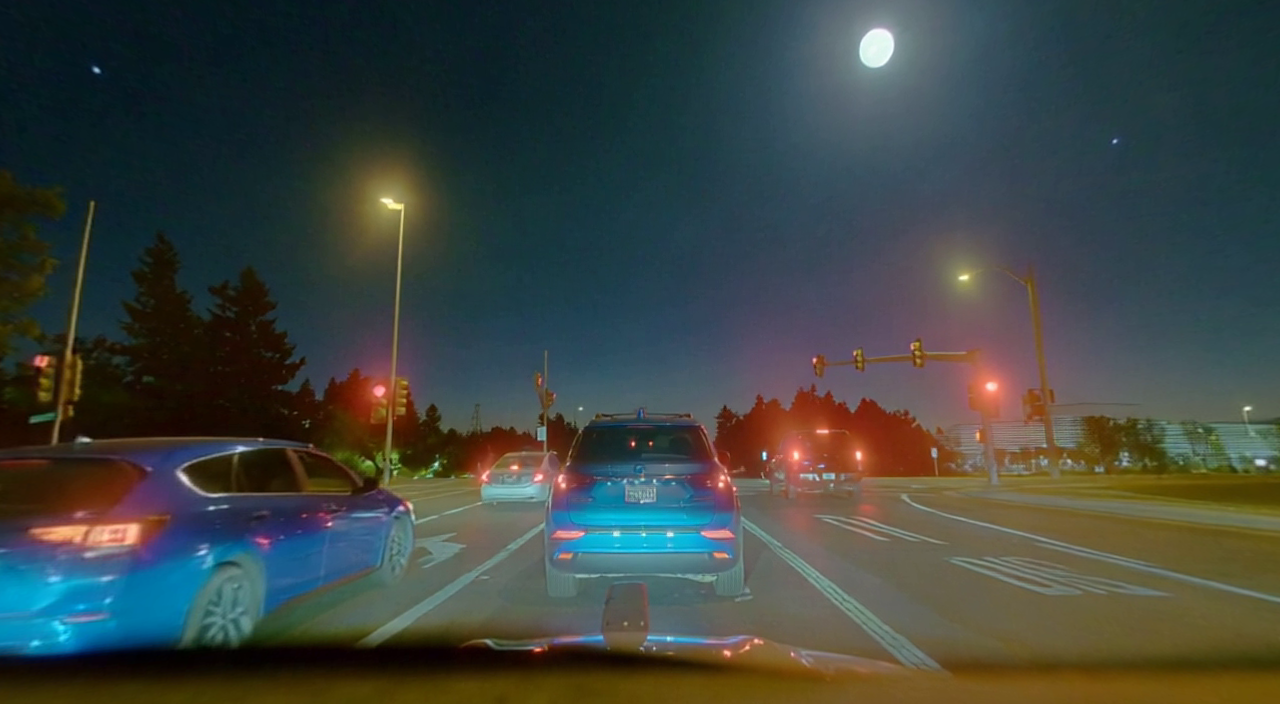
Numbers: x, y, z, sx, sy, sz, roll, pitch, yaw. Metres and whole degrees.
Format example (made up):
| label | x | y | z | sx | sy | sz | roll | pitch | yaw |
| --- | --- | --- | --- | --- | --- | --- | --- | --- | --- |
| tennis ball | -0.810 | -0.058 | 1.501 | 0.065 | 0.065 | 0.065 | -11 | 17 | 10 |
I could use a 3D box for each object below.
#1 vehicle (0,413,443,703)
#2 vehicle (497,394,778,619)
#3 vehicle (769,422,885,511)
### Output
| label | x | y | z | sx | sy | sz | roll | pitch | yaw |
| --- | --- | --- | --- | --- | --- | --- | --- | --- | --- |
| vehicle | -3.322 | 1.333 | 5.088 | 1.913 | 1.453 | 4.413 | 0 | -8 | 2 |
| vehicle | -0.041 | 1.529 | 7.183 | 2.203 | 1.757 | 4.286 | 0 | -8 | -1 |
| vehicle | 4.812 | 2.994 | 16.921 | 2.084 | 2.053 | 4.073 | -1 | -8 | 4 |
